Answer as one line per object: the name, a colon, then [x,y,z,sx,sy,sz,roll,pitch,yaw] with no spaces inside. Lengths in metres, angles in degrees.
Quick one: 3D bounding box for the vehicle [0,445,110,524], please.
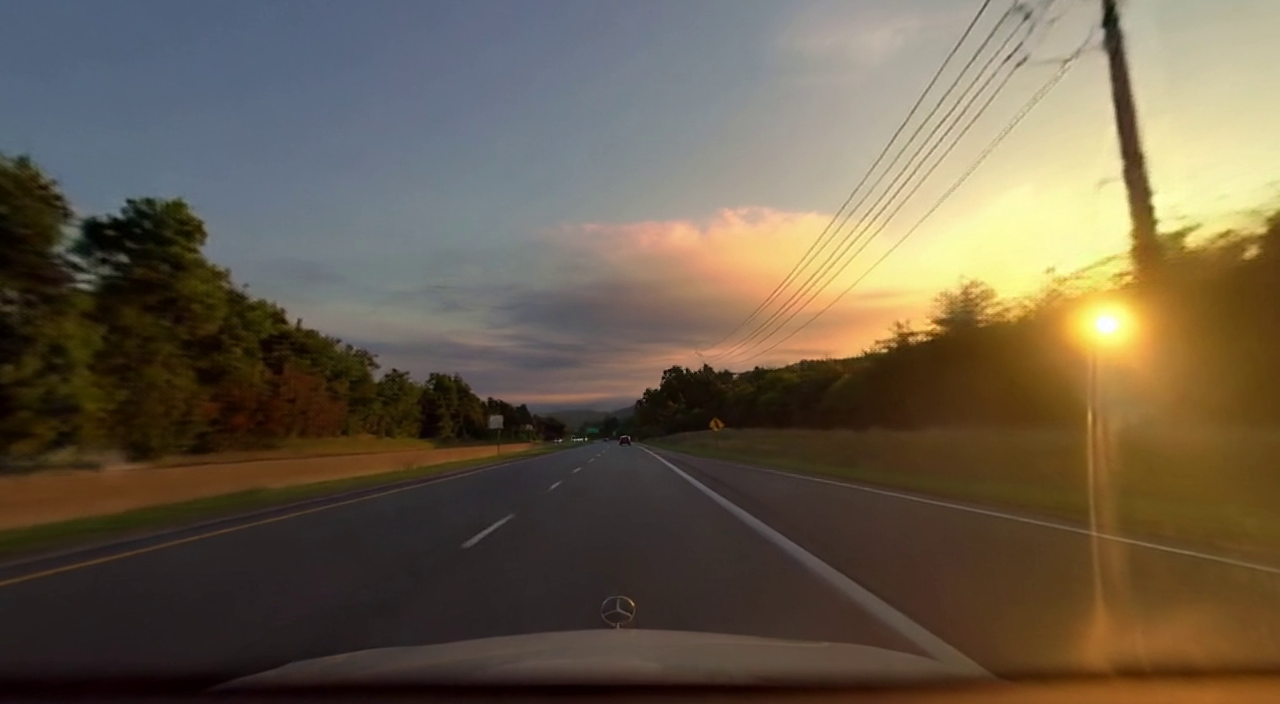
vehicle: [-12.916,2.522,11.973,1.791,1.426,4.502,0,-8,-1]
